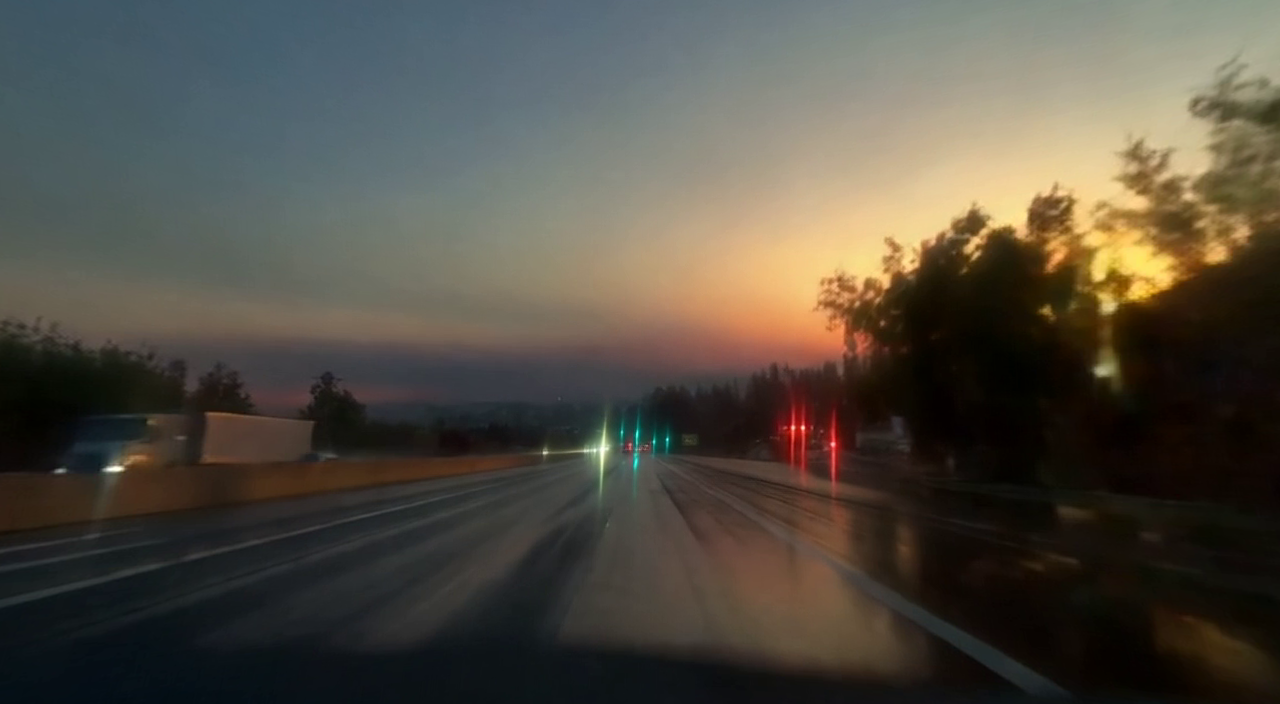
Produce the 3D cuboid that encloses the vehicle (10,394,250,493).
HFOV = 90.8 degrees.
[{"bbox_3d":[-23.956,4.534,30.908,3.017,3.983,10.478,0,-9,-1],"label":"vehicle"}]
